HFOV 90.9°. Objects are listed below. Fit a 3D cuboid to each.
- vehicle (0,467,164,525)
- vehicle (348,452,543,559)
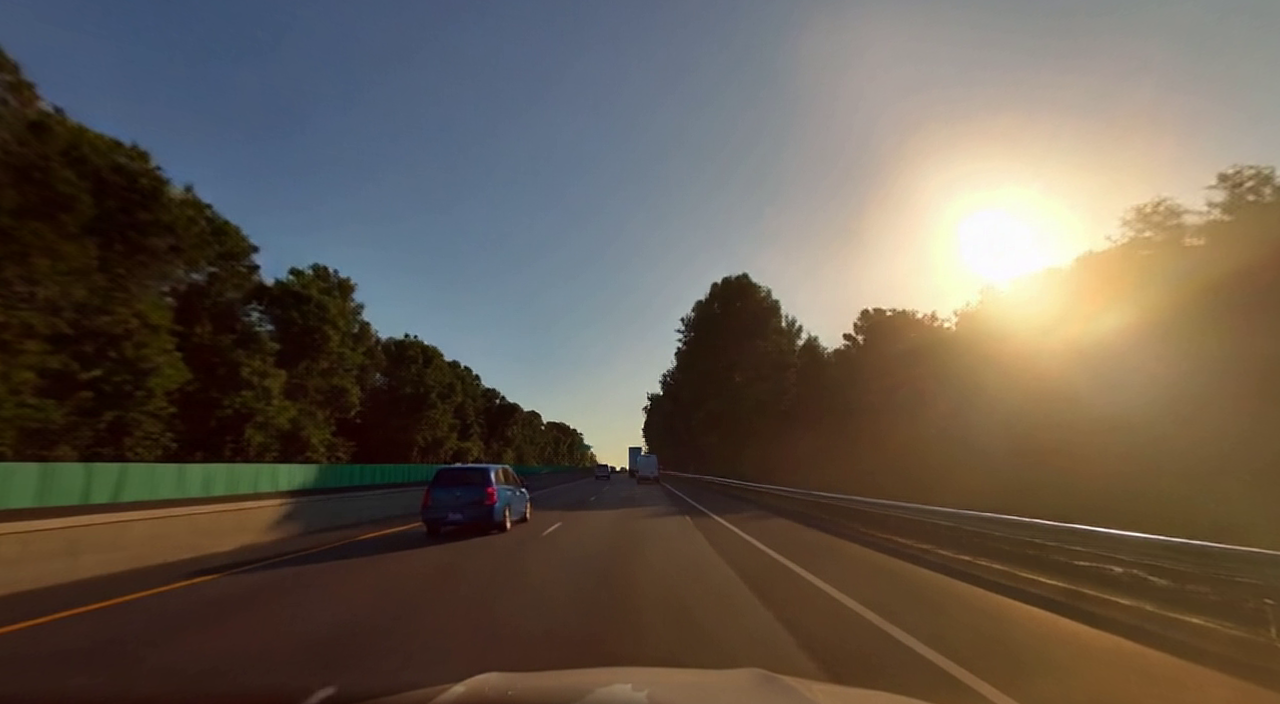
[{"bbox_3d":[-16.259,4.076,18.226,1.724,1.460,4.153,1,-11,-1],"label":"vehicle"},{"bbox_3d":[-3.130,2.617,11.286,2.038,1.490,4.391,1,-11,1],"label":"vehicle"}]
